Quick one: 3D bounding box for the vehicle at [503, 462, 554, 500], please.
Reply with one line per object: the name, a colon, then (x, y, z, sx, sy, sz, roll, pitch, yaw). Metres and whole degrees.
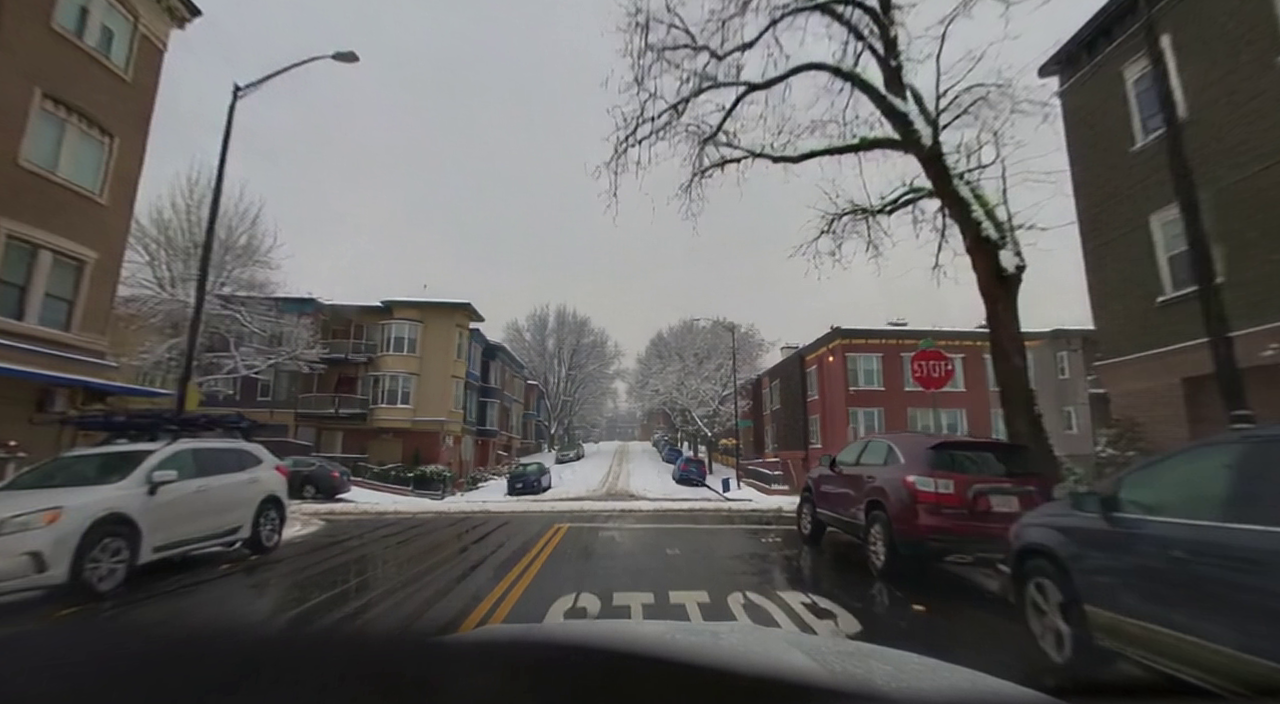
vehicle: (-5.887, 6.848, 33.790, 1.987, 1.662, 4.141, -2, -8, -1)

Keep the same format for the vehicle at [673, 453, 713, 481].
vehicle: (3.400, 7.482, 41.418, 2.051, 1.526, 4.673, 0, -7, -2)

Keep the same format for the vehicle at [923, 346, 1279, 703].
vehicle: (3.343, 0.861, 2.430, 2.154, 1.699, 4.591, 0, -8, -3)

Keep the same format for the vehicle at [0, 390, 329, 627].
vehicle: (-6.095, 1.712, 7.730, 2.076, 1.913, 5.060, -2, -9, -1)
